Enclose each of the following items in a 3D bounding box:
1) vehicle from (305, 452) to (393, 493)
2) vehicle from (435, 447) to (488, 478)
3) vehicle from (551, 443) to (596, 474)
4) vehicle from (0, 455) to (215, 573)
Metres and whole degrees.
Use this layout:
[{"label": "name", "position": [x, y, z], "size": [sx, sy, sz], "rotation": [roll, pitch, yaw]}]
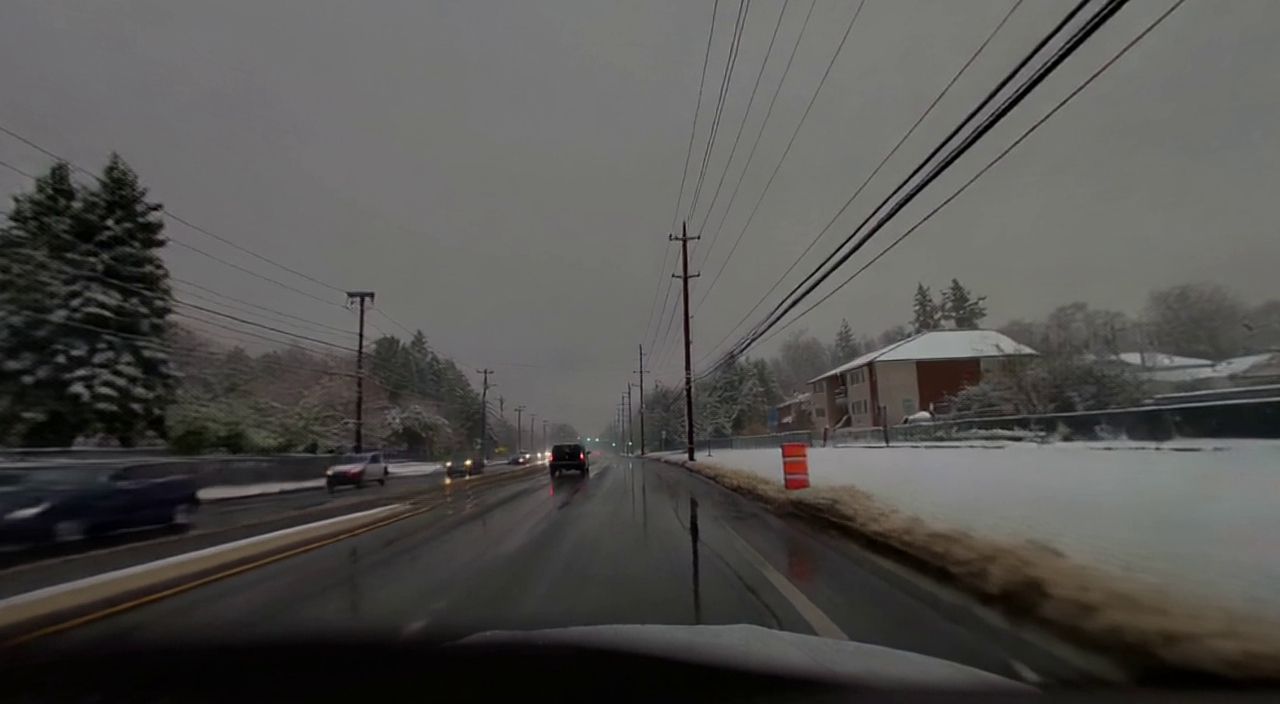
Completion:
[{"label": "vehicle", "position": [-13.375, 5.527, 29.276], "size": [1.942, 1.660, 4.595], "rotation": [1, -9, -1]}, {"label": "vehicle", "position": [-10.557, 6.518, 37.493], "size": [1.954, 1.690, 4.080], "rotation": [1, -9, -1]}, {"label": "vehicle", "position": [-3.528, 5.729, 34.066], "size": [1.992, 1.515, 4.289], "rotation": [1, -9, -1]}, {"label": "vehicle", "position": [-9.756, 2.554, 10.626], "size": [2.007, 1.520, 4.466], "rotation": [0, -9, 0]}]
